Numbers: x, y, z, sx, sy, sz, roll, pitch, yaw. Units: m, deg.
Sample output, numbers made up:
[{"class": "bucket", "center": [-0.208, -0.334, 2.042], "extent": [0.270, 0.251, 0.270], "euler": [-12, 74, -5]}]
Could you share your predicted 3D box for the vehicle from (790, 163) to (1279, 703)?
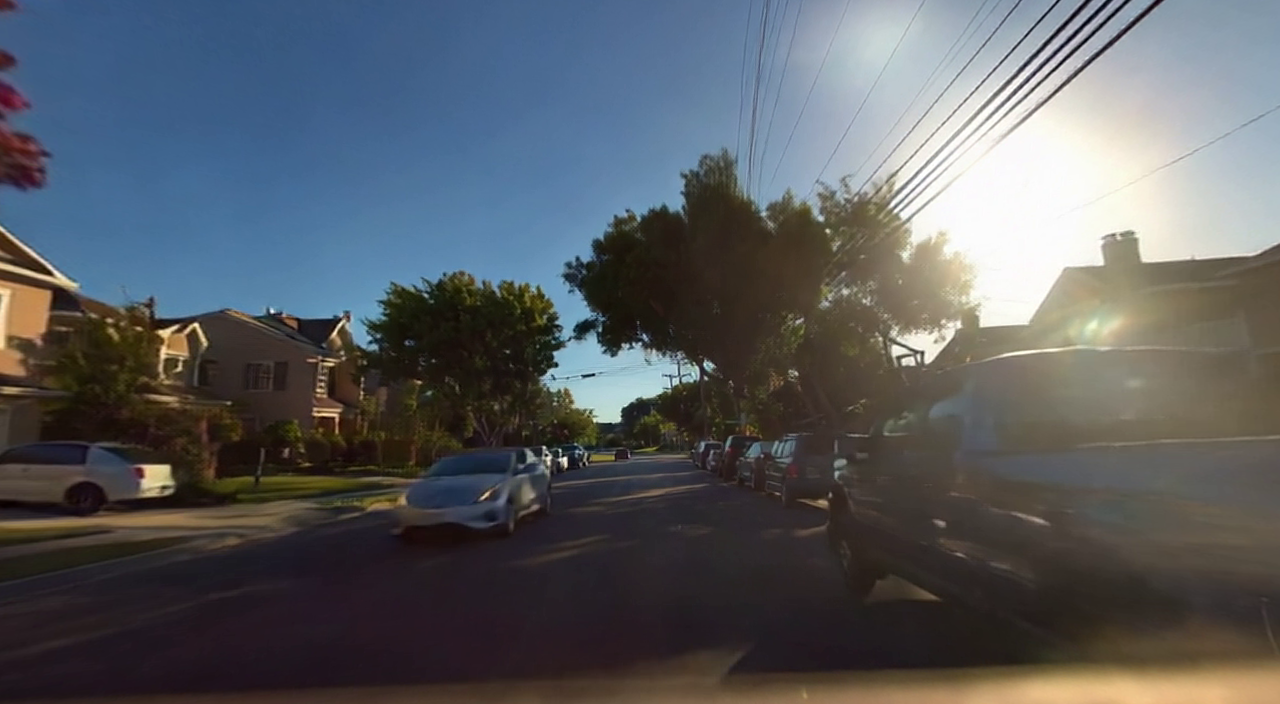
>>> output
[{"class": "vehicle", "center": [2.943, 0.916, 4.209], "extent": [2.437, 2.015, 6.511], "euler": [0, -9, 1]}]

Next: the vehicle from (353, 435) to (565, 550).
[{"class": "vehicle", "center": [-2.734, 2.246, 10.853], "extent": [2.213, 1.548, 4.370], "euler": [0, -9, 2]}]

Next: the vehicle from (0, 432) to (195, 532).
[{"class": "vehicle", "center": [-14.012, 2.779, 13.897], "extent": [6.607, 1.954, 2.467], "euler": [0, -9, 2]}]
